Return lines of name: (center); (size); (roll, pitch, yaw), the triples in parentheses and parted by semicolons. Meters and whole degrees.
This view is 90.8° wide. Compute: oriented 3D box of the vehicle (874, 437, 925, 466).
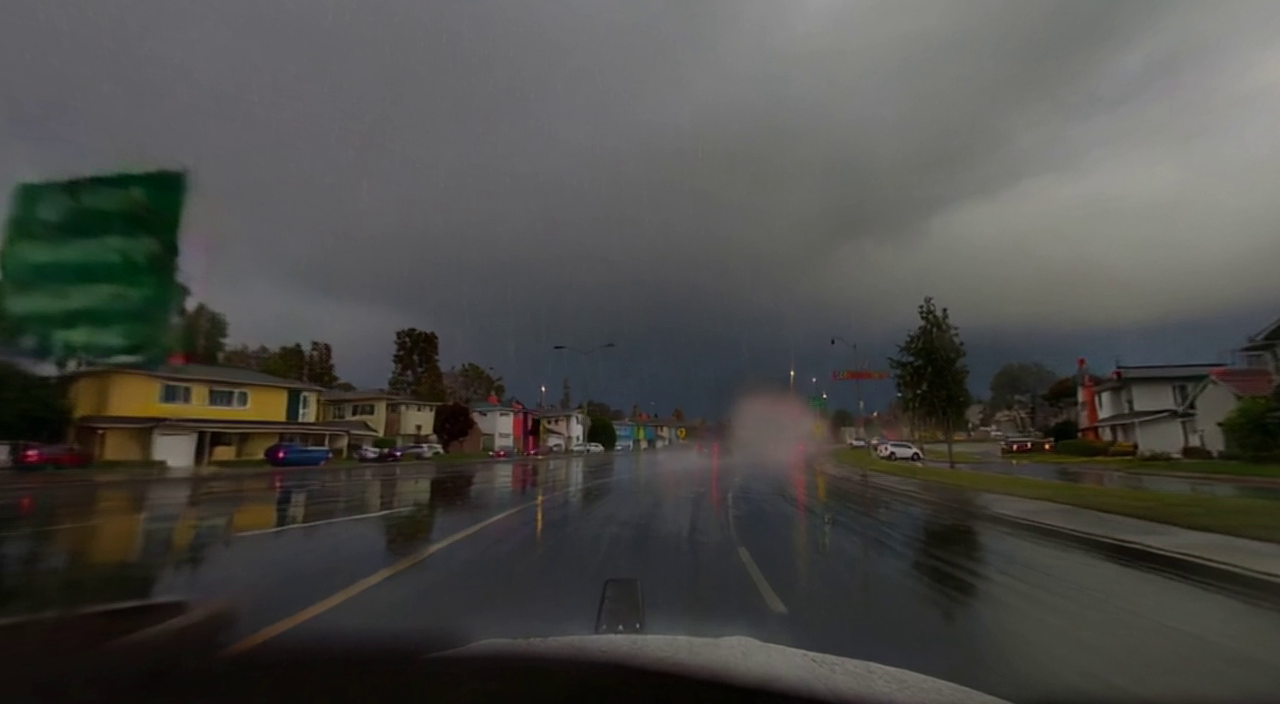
vehicle: (16.459, 6.383, 40.308); (1.988, 1.487, 4.479); (-3, -13, 10)

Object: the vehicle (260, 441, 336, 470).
vehicle: (-24.561, 7.520, 45.603); (1.958, 1.708, 4.611); (-7, -15, 18)

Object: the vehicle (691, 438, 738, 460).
vehicle: (5.356, 6.846, 44.591); (2.081, 1.489, 4.863); (-4, -9, 21)

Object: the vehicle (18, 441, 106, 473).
vehicle: (-33.819, 6.127, 36.964); (4.418, 1.746, 1.925); (-4, -9, 22)
